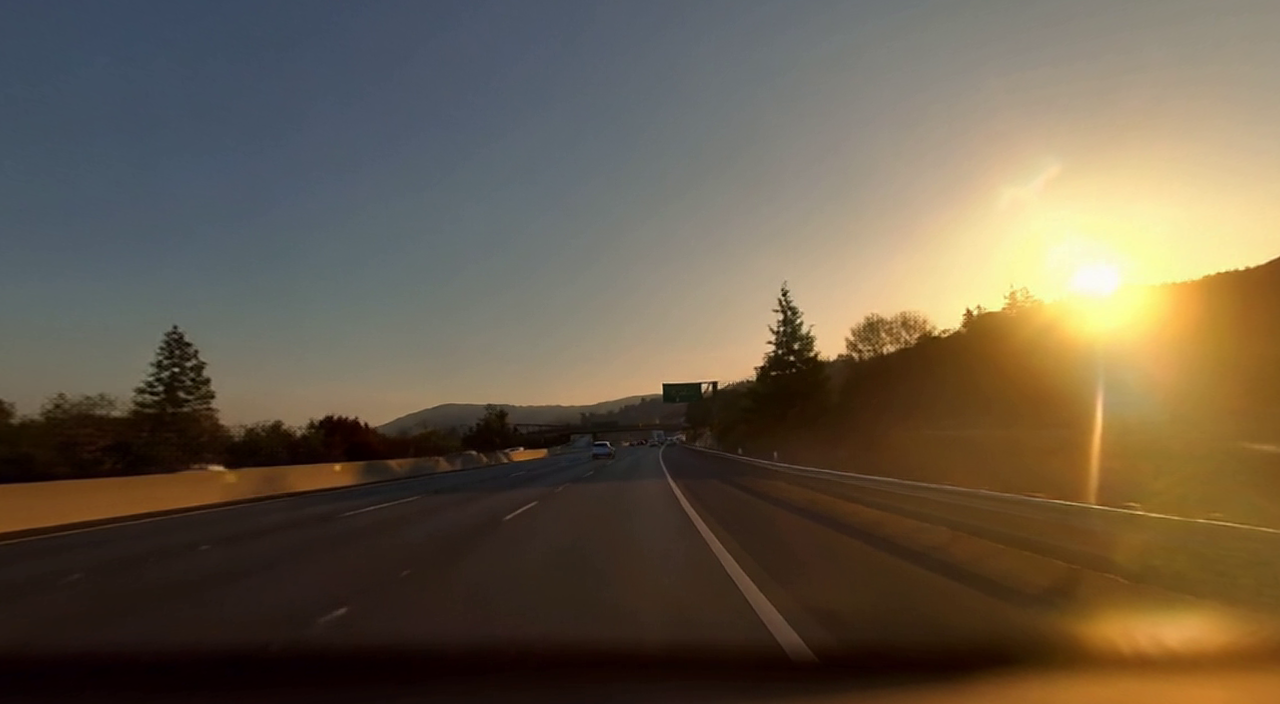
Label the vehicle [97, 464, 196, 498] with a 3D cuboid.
[{"bbox_3d":[-24.592,6.411,31.409,1.756,1.475,3.880,0,-9,1],"label":"vehicle"}]
